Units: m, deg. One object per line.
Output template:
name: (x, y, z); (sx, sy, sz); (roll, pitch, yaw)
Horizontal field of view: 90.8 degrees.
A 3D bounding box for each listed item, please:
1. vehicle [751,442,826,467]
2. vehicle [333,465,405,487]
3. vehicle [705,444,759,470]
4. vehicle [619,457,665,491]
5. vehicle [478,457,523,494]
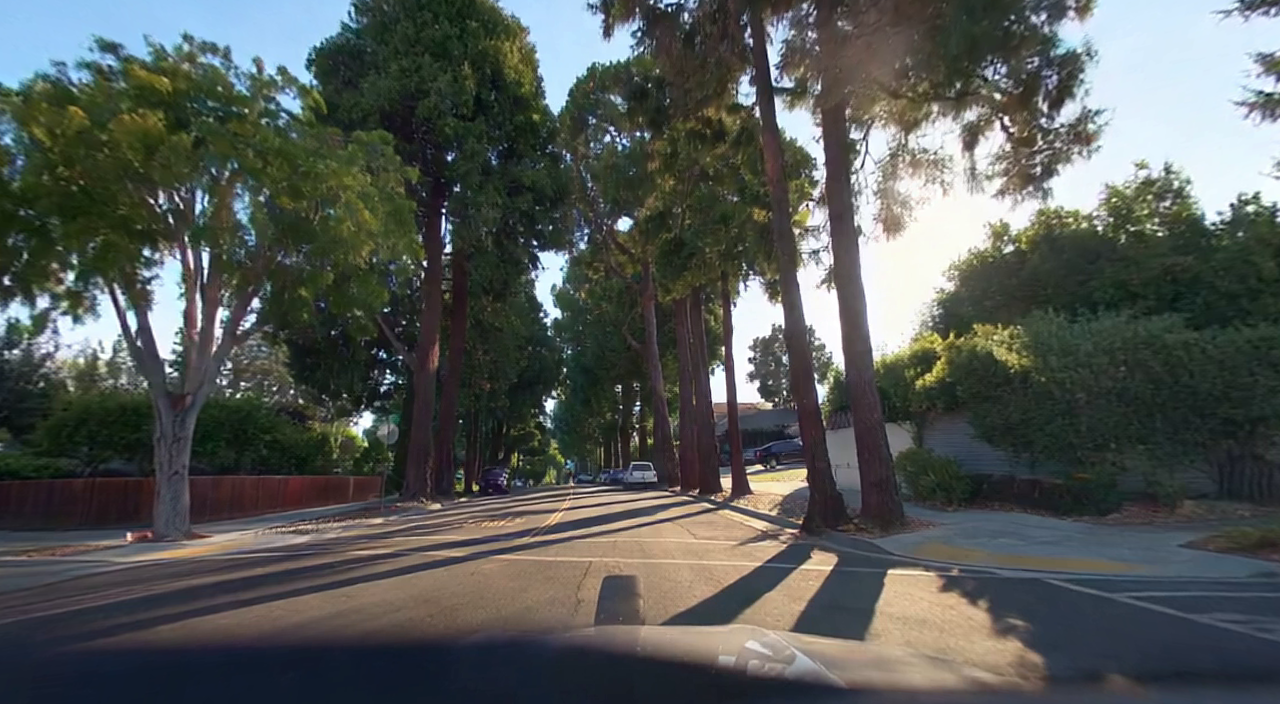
vehicle: (10.000, 6.915, 42.727); (4.639, 1.634, 2.005); (0, -8, 5)
vehicle: (-20.060, 9.175, 46.809); (4.527, 1.466, 1.880); (-2, -9, 10)
vehicle: (7.173, 8.050, 48.781); (2.100, 1.857, 4.611); (-7, -11, 36)
vehicle: (0.055, 7.416, 38.736); (2.229, 1.826, 4.611); (1, -9, -7)
vehicle: (-8.213, 7.263, 37.485); (2.155, 1.729, 4.799); (0, -6, -7)
